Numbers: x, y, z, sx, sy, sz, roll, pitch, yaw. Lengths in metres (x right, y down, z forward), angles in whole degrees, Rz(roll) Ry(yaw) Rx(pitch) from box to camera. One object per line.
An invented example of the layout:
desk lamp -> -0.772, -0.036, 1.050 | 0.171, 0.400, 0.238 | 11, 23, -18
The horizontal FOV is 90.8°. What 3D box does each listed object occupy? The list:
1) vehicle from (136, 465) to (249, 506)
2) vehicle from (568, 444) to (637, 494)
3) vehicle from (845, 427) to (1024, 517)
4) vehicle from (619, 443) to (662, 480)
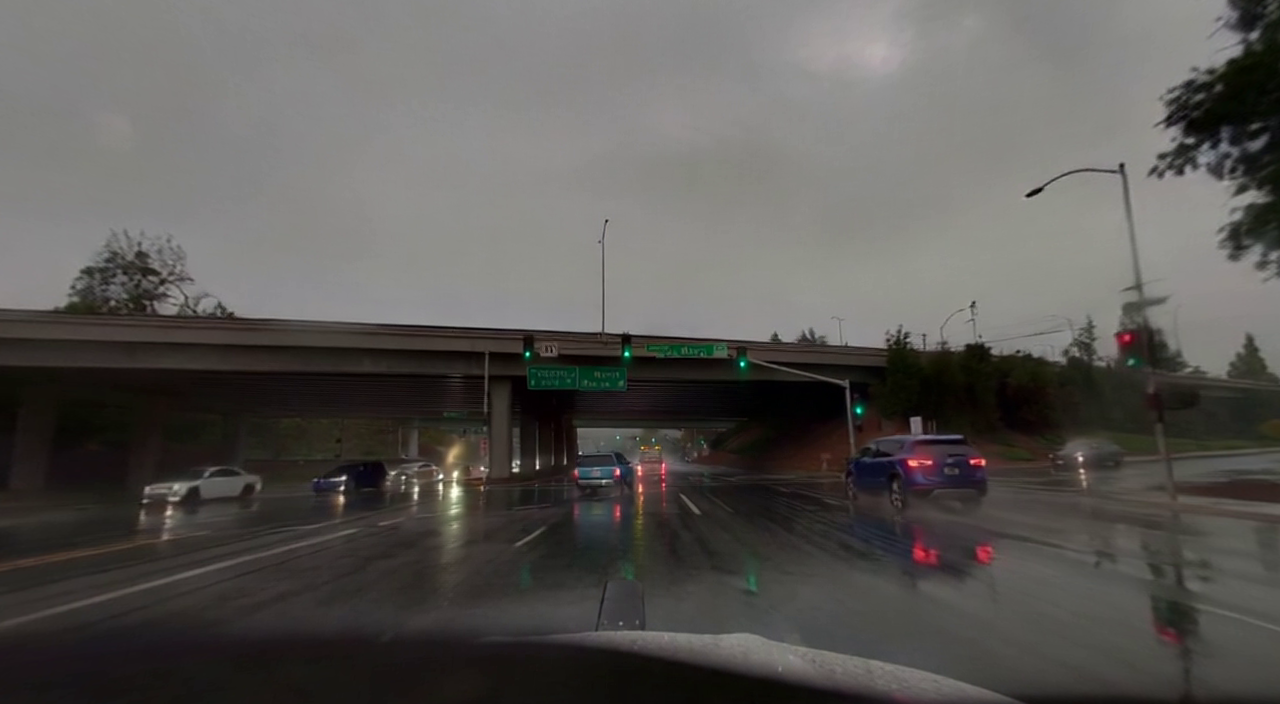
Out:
vehicle -> -19.443, 5.783, 27.706 | 1.857, 1.534, 4.221 | 0, -8, -1
vehicle -> -1.382, 4.612, 25.364 | 2.060, 1.768, 4.681 | -1, -8, 5
vehicle -> 6.587, 2.721, 14.831 | 2.074, 1.785, 4.320 | 0, -8, 0
vehicle -> 0.120, 6.375, 37.188 | 2.342, 2.026, 4.642 | -1, -8, 2
